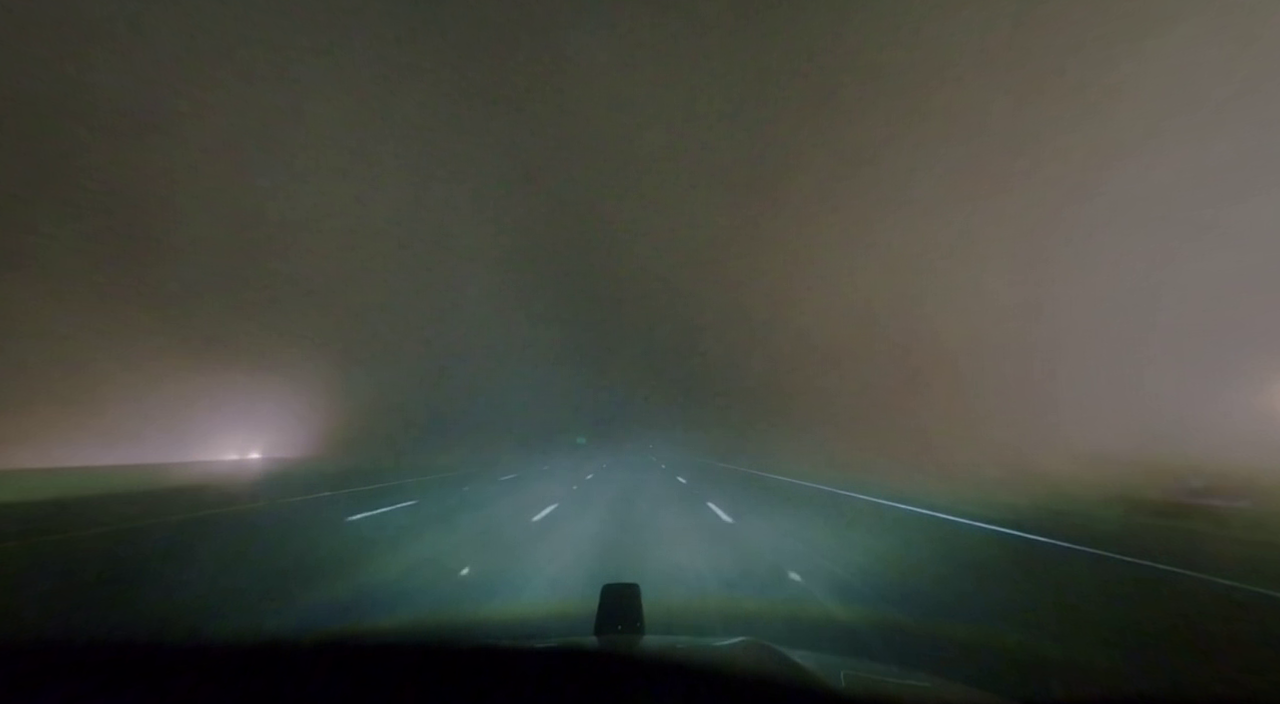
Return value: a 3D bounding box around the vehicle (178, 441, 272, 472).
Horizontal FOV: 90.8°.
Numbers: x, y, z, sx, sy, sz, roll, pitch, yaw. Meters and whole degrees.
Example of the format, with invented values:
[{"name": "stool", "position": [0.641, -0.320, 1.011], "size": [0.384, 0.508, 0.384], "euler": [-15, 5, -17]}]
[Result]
[{"name": "vehicle", "position": [-21.503, 5.437, 32.905], "size": [1.918, 1.480, 4.309], "euler": [0, -9, 1]}]
